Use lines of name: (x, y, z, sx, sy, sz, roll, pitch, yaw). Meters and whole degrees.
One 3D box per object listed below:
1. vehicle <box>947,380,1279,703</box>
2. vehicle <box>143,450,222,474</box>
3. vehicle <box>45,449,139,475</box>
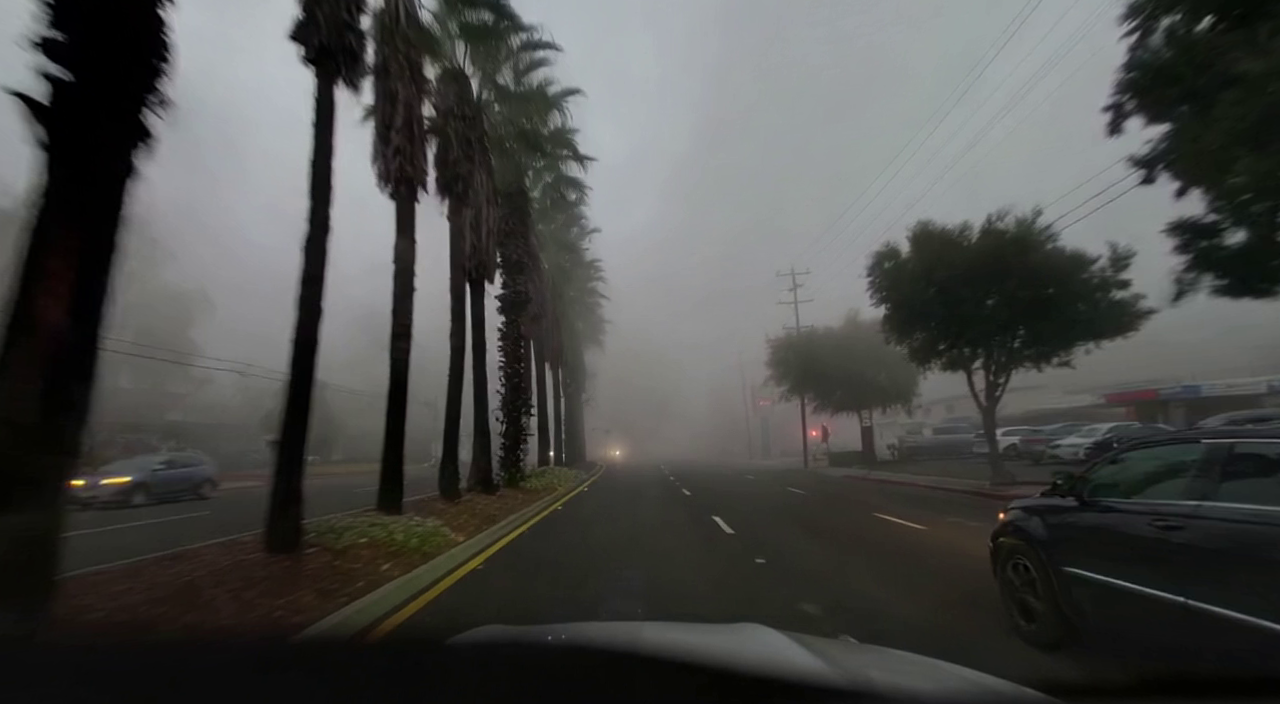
vehicle: (3.401, 0.895, 2.280, 2.075, 1.579, 5.101, 0, -9, 1)
vehicle: (-32.172, 7.721, 44.603, 1.886, 1.609, 4.563, -1, -9, 6)
vehicle: (-38.485, 7.693, 44.557, 2.172, 1.703, 4.689, -1, -9, 4)
